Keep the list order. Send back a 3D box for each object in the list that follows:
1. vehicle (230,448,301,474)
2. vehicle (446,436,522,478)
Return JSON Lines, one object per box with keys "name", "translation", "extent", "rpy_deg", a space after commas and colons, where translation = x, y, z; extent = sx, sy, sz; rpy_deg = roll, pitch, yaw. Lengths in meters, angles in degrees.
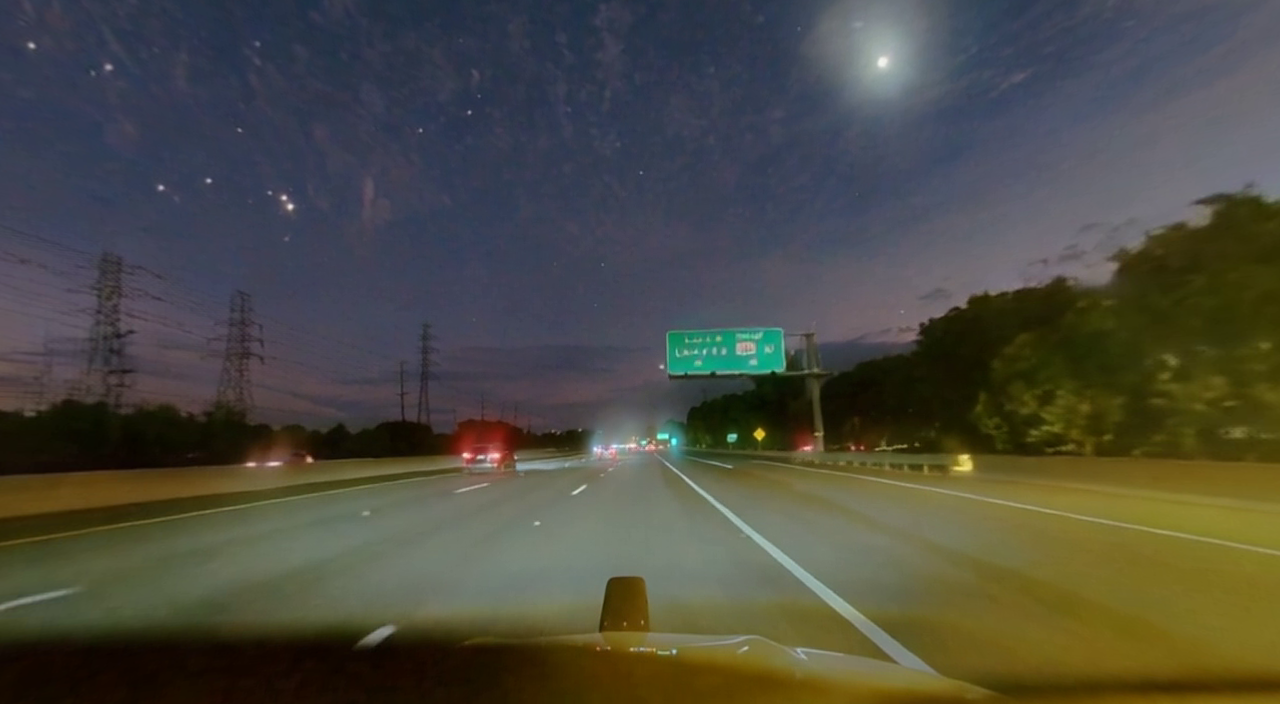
{"name": "vehicle", "translation": [-25.209, 7.351, 42.632], "extent": [1.869, 1.569, 4.717], "rpy_deg": [0, -8, 0]}
{"name": "vehicle", "translation": [-7.009, 4.759, 28.898], "extent": [2.118, 1.696, 4.836], "rpy_deg": [-1, -8, 2]}
